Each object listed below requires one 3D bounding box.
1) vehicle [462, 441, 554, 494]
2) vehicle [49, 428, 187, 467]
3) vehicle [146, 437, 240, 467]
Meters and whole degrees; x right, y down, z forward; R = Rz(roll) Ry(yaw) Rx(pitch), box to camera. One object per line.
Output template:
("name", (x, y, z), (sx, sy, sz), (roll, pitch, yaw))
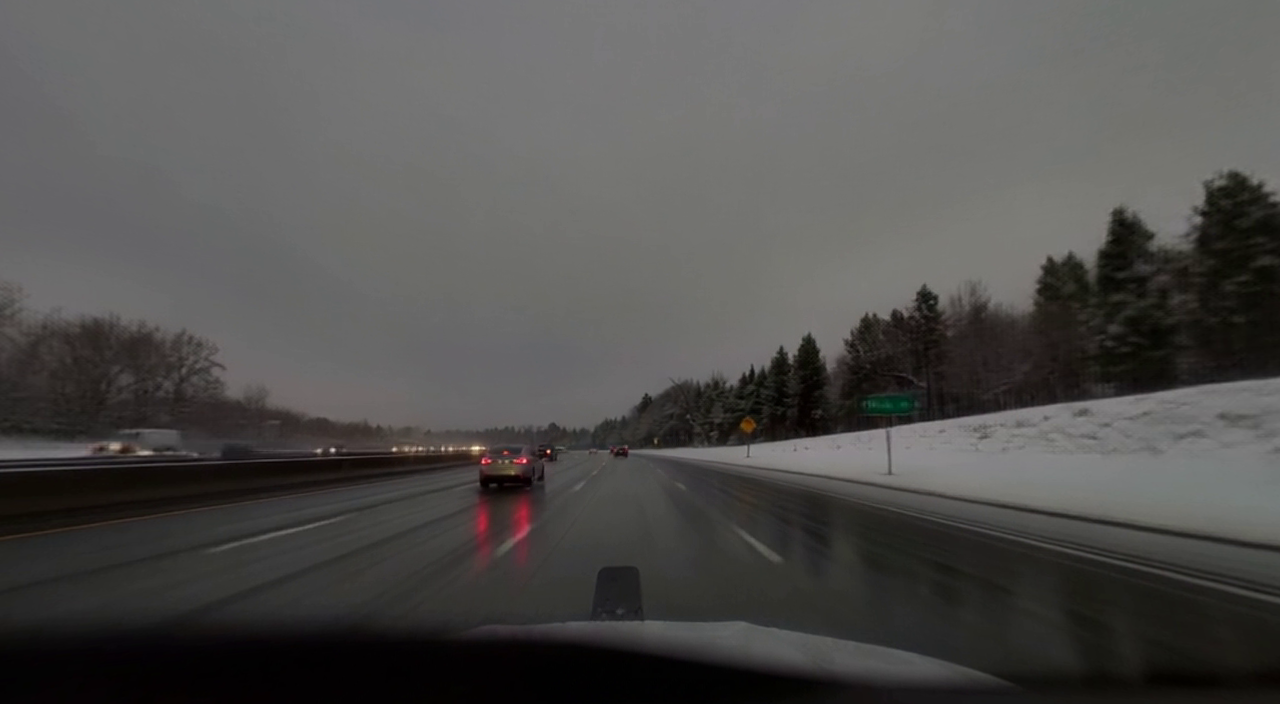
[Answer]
("vehicle", (-4.164, 3.712, 20.743), (2.073, 1.516, 4.478), (0, -9, 0))
("vehicle", (-29.223, 5.413, 35.779), (2.609, 2.014, 6.121), (0, -9, -1))
("vehicle", (-25.498, 5.735, 36.275), (1.940, 1.597, 4.711), (0, -9, -1))
